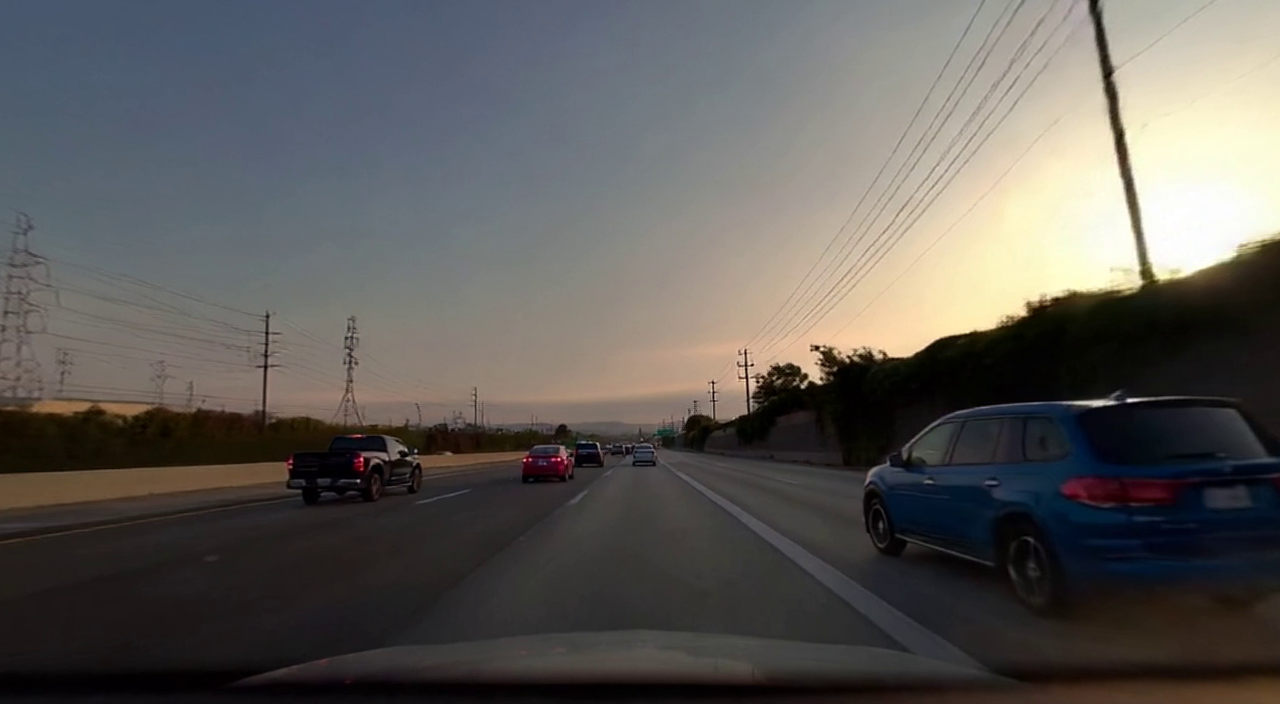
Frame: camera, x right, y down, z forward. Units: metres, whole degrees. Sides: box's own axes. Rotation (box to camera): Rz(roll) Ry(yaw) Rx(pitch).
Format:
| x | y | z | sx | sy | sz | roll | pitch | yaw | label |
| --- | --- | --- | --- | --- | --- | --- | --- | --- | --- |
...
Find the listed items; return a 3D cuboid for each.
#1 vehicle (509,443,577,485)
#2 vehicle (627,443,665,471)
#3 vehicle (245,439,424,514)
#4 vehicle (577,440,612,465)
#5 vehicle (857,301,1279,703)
| x | y | z | sx | sy | sz | roll | pitch | yaw | label |
| --- | --- | --- | --- | --- | --- | --- | --- | --- | --- |
| -3.629 | 4.278 | 24.432 | 1.938 | 1.444 | 4.206 | 0 | -9 | 0 | vehicle |
| 0.346 | 5.954 | 35.894 | 2.030 | 1.471 | 4.115 | 0 | -9 | 0 | vehicle |
| -7.019 | 2.886 | 15.216 | 1.959 | 1.496 | 4.740 | 0 | -9 | 0 | vehicle |
| -3.370 | 7.533 | 47.361 | 2.244 | 1.752 | 4.439 | 0 | -9 | 0 | vehicle |
| 3.927 | 1.089 | 5.349 | 2.231 | 1.919 | 5.086 | 0 | -9 | -2 | vehicle |
